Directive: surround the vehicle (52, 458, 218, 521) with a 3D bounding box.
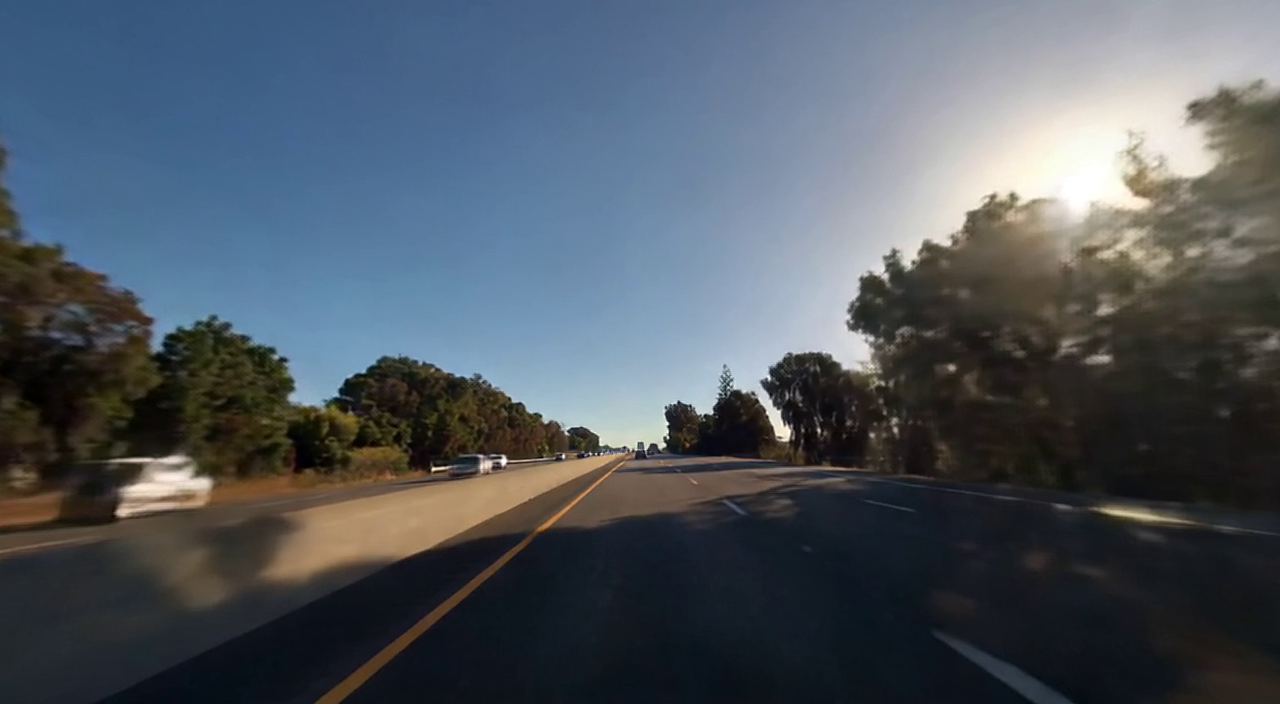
[{"bbox_3d":[-16.931,4.585,21.520,1.978,1.817,4.338,0,-9,0],"label":"vehicle"}]

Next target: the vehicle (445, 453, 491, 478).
[{"bbox_3d":[-12.025,7.947,44.311,1.965,1.625,4.322,0,-9,1],"label":"vehicle"}]
